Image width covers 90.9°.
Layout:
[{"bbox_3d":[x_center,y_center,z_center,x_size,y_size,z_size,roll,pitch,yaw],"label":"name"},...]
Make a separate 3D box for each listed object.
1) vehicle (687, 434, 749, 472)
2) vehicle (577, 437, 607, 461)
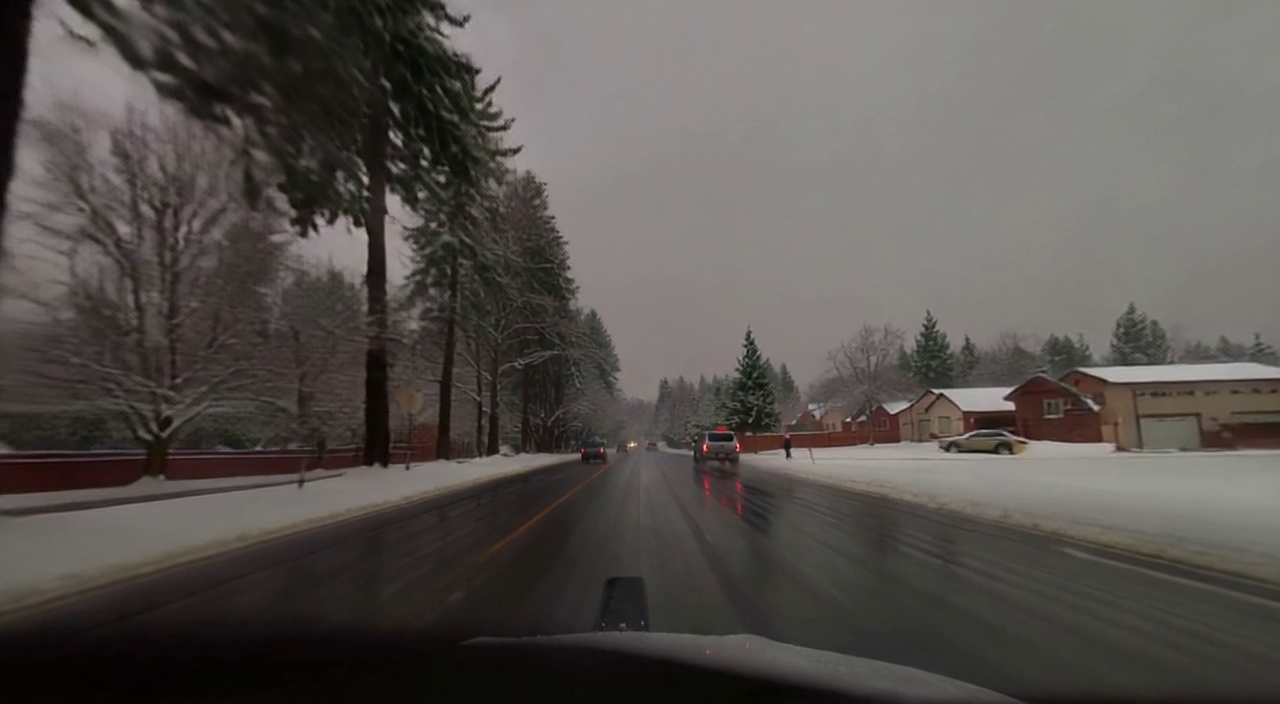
[{"bbox_3d":[3.683,4.883,30.630,2.321,1.695,5.037,0,-8,0],"label":"vehicle"},{"bbox_3d":[-3.630,7.434,48.447,2.002,1.747,4.728,0,-8,0],"label":"vehicle"}]
